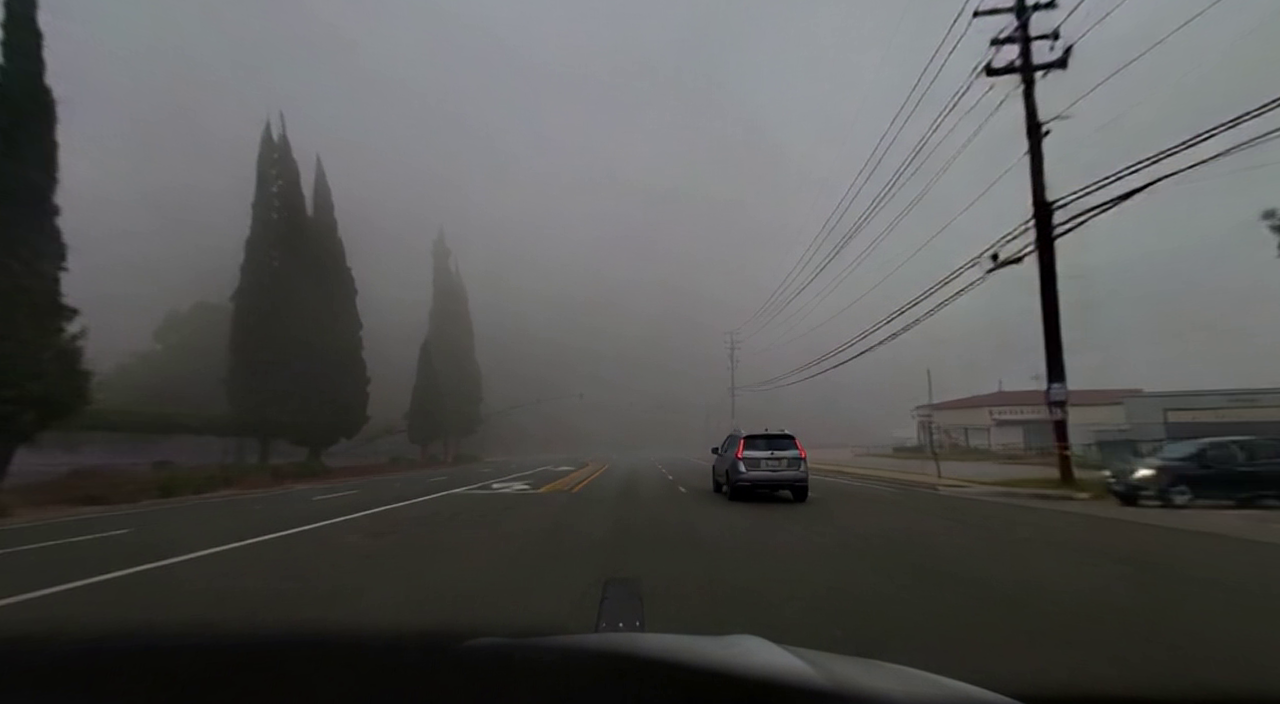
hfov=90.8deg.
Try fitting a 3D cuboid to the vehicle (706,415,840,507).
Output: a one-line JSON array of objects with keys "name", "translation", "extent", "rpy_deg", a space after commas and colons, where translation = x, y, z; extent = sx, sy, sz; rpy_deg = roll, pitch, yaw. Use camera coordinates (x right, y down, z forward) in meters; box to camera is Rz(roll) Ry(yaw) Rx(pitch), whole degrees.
[{"name": "vehicle", "translation": [2.924, 2.533, 15.125], "extent": [2.060, 1.820, 4.713], "rpy_deg": [0, -8, -2]}]

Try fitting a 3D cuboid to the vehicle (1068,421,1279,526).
[{"name": "vehicle", "translation": [11.736, 2.339, 12.631], "extent": [4.801, 1.802, 2.022], "rpy_deg": [-2, -9, -2]}]
